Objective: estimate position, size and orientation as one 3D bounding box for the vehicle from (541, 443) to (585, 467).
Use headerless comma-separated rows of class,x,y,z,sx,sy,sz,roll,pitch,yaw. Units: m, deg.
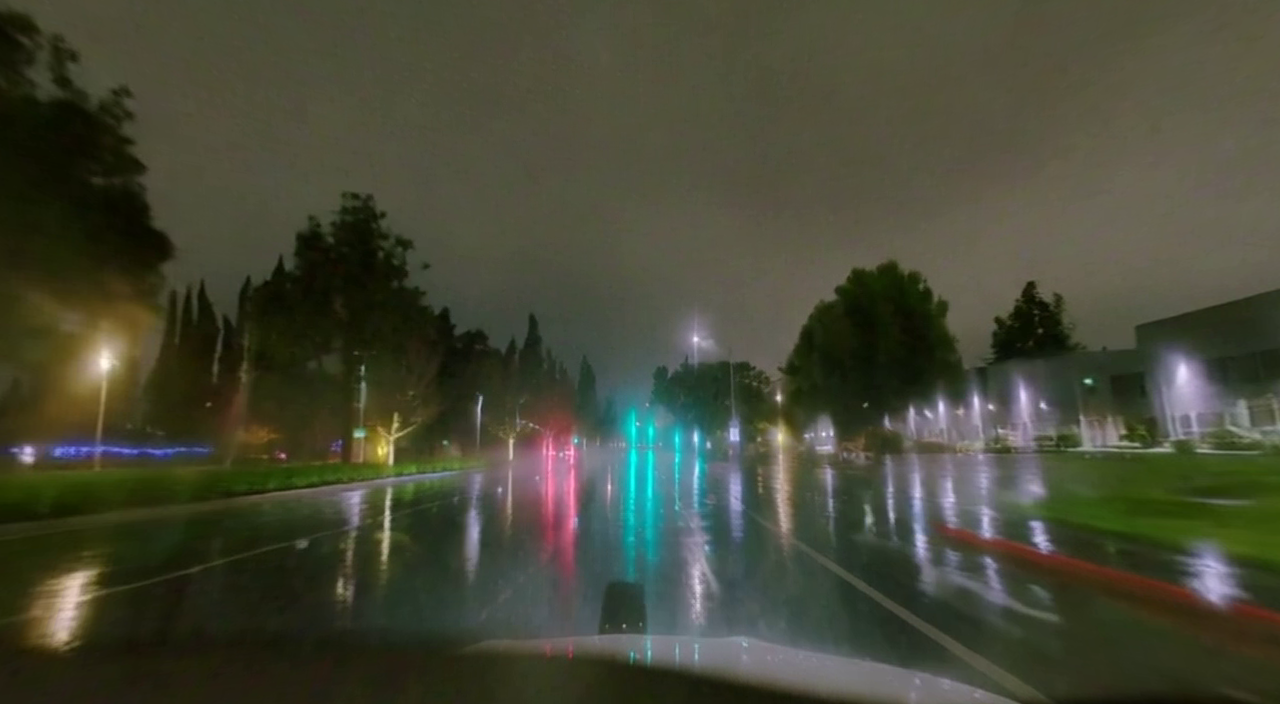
vehicle,-4.976,6.701,41.219,1.945,1.461,4.605,-1,-8,4
